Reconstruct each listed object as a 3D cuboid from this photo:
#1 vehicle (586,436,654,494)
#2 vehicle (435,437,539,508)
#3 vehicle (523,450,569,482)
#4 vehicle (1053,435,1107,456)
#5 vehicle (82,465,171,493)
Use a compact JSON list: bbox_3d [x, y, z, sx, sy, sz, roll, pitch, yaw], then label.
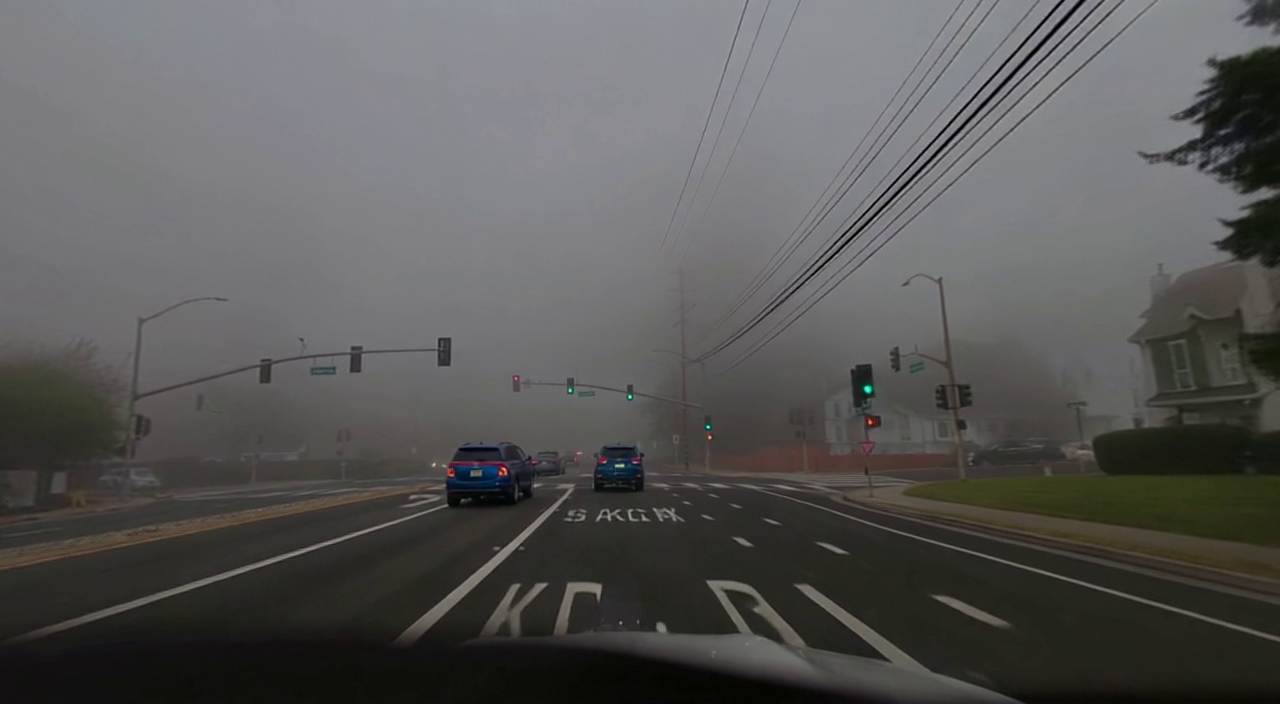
[{"bbox_3d":[-0.718,3.960,22.478,2.155,1.836,4.250,0,-9,-2],"label":"vehicle"},{"bbox_3d":[-4.024,3.240,17.385,1.899,1.685,4.121,0,-9,-1],"label":"vehicle"},{"bbox_3d":[-4.577,5.598,31.303,1.863,1.449,4.153,1,-9,-3],"label":"vehicle"},{"bbox_3d":[31.519,6.727,45.334,1.754,1.414,3.590,-1,-9,10],"label":"vehicle"},{"bbox_3d":[-35.056,8.637,43.178,4.533,1.738,2.151,-2,-9,10],"label":"vehicle"}]
